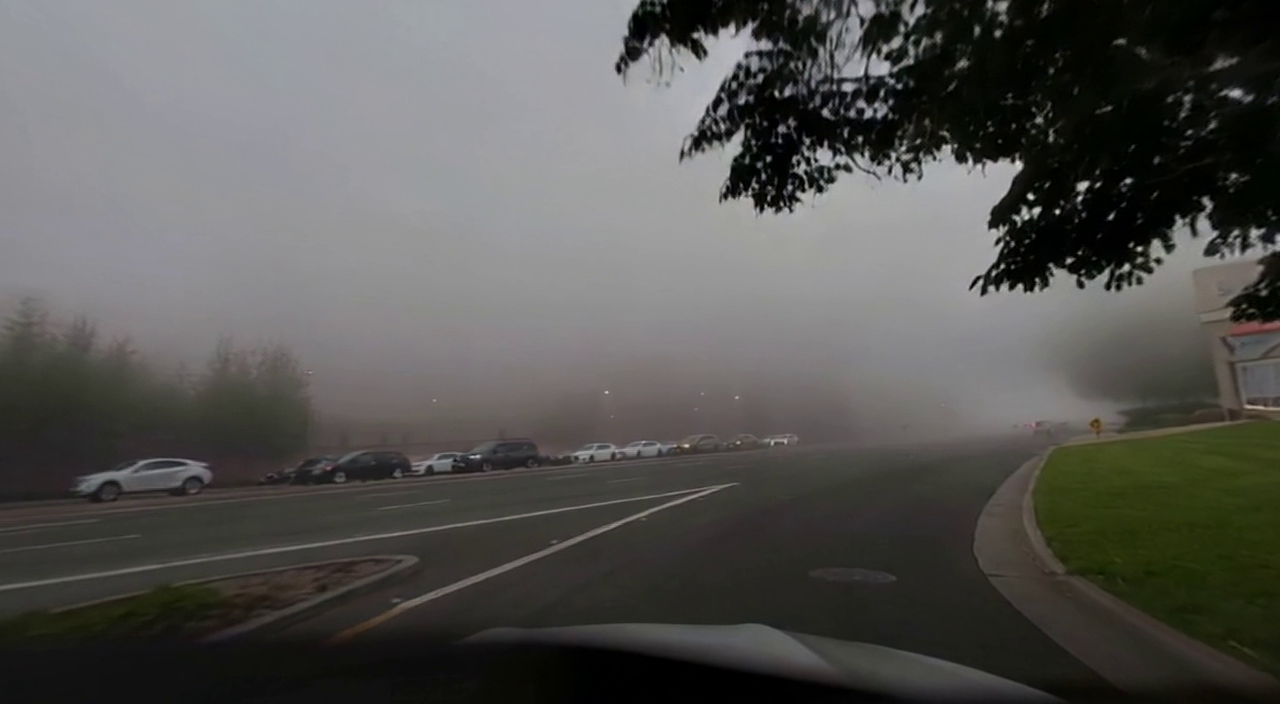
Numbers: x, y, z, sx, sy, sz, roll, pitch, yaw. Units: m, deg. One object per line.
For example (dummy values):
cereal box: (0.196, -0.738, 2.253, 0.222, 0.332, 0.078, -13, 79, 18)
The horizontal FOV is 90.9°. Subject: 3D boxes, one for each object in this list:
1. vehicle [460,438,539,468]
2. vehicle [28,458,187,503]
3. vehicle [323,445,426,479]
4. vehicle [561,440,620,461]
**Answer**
vehicle: (-8.846, 6.378, 39.917, 1.969, 1.758, 4.662, -7, -11, 37)
vehicle: (-20.907, 5.001, 24.915, 1.777, 1.497, 4.399, -7, -11, 38)
vehicle: (-13.952, 5.786, 33.350, 1.876, 1.642, 4.600, -7, -11, 37)
vehicle: (-3.582, 7.210, 46.179, 1.832, 1.473, 4.377, -7, -11, 39)
